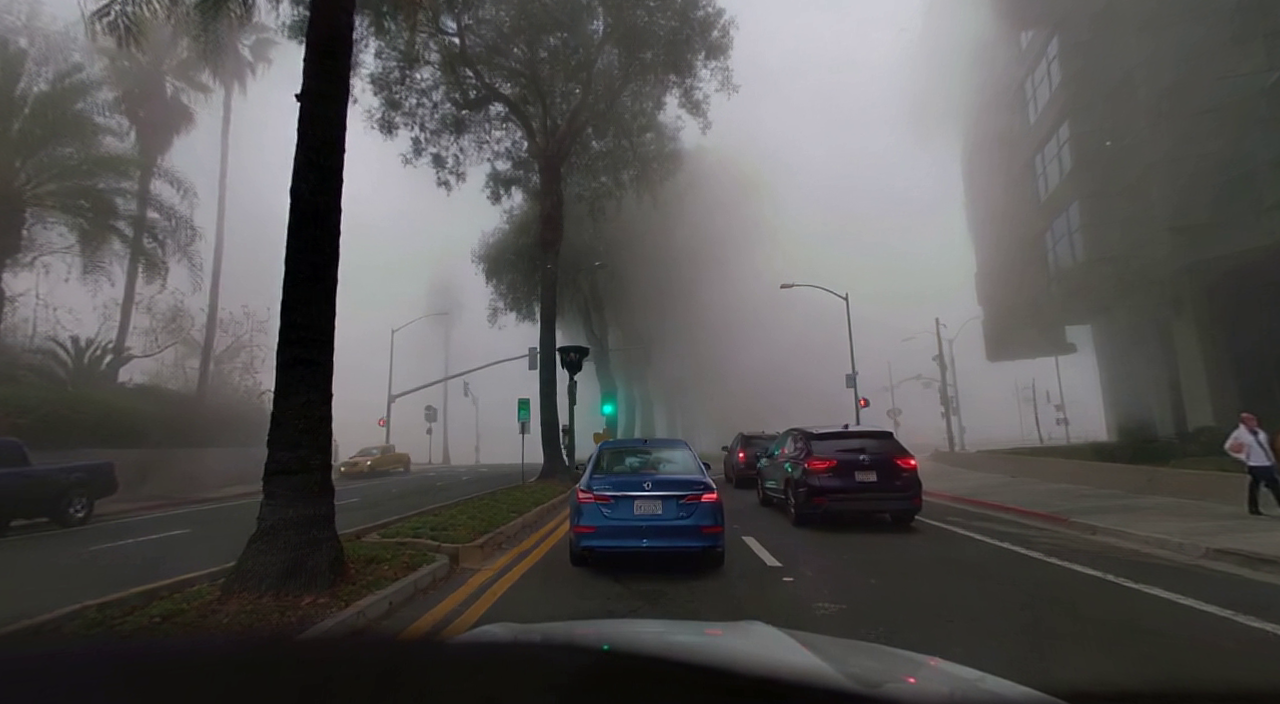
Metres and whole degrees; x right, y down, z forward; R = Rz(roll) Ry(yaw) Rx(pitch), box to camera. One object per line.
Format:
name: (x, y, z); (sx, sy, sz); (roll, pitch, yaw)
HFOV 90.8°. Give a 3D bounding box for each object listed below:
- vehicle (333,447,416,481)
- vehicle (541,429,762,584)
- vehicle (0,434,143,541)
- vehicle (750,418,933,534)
vehicle: (-13.194, 5.568, 31.722); (1.965, 1.507, 4.725); (-1, -8, 2)
vehicle: (0.149, 1.772, 8.070); (2.088, 1.452, 3.993); (0, -8, 1)
vehicle: (-13.056, 2.719, 12.290); (2.240, 1.964, 5.707); (-6, -8, 0)
vehicle: (3.413, 2.189, 11.732); (2.003, 1.733, 4.319); (0, -8, 1)
